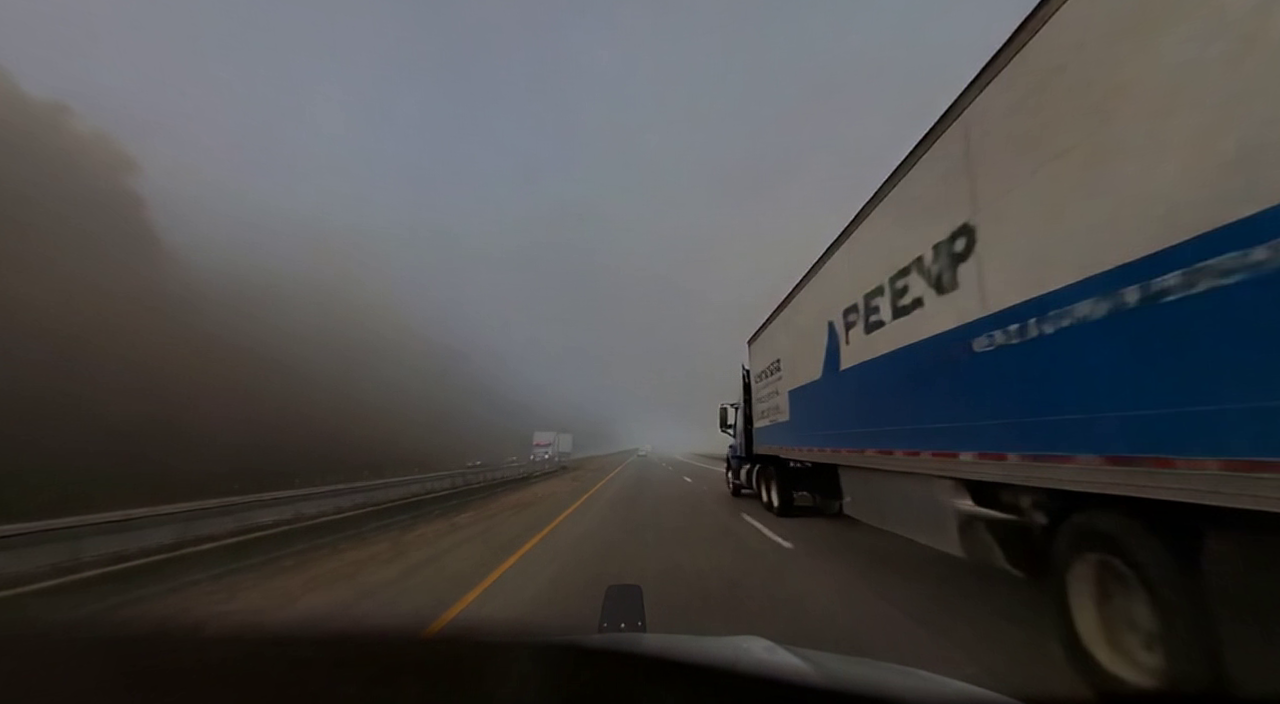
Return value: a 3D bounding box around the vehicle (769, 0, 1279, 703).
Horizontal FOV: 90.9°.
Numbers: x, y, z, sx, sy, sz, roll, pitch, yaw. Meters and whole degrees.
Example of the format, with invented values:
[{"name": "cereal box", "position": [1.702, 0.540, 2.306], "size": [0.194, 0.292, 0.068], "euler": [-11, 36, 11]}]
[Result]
[{"name": "vehicle", "position": [3.989, 0.200, 5.228], "size": [3.341, 4.269, 12.252], "euler": [0, -9, 0]}]
